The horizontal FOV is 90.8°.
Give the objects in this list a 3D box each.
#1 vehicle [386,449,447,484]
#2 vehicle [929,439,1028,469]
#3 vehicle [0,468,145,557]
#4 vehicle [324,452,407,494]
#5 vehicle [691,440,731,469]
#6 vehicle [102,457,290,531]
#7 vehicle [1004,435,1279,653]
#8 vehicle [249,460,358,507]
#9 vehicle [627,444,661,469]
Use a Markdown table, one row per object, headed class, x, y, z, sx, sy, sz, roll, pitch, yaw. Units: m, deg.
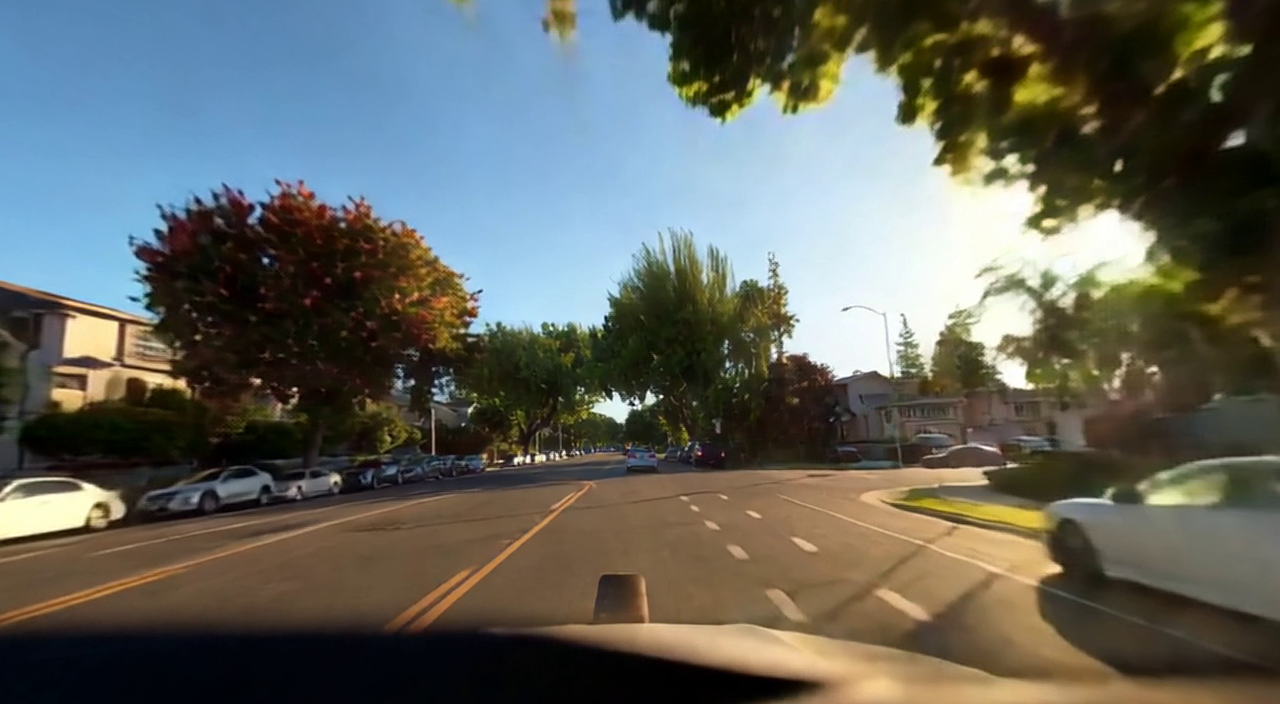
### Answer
| class | x | y | z | sx | sy | sz | roll | pitch | yaw |
| --- | --- | --- | --- | --- | --- | --- | --- | --- | --- |
| vehicle | -12.627 | 6.462 | 36.049 | 1.904 | 1.805 | 5.100 | 0 | -9 | -3 |
| vehicle | 18.494 | 5.606 | 34.668 | 4.240 | 1.560 | 1.929 | 0 | -9 | 2 |
| vehicle | -12.405 | 3.083 | 12.321 | 1.916 | 1.463 | 4.564 | 0 | -9 | -2 |
| vehicle | -12.715 | 5.591 | 29.623 | 1.938 | 1.738 | 4.516 | 0 | -9 | -2 |
| vehicle | 5.126 | 7.466 | 46.441 | 2.195 | 2.000 | 4.789 | 1 | -8 | -3 |
| vehicle | -12.281 | 3.906 | 18.026 | 1.905 | 1.503 | 5.015 | -4 | -8 | -2 |
| vehicle | 5.256 | 1.385 | 4.887 | 1.978 | 1.438 | 4.716 | 0 | -9 | -1 |
| vehicle | -12.520 | 4.888 | 23.841 | 1.810 | 1.399 | 4.285 | -4 | -9 | 0 |
| vehicle | 0.217 | 6.483 | 39.465 | 2.022 | 1.471 | 3.973 | 0 | -9 | -1 |
